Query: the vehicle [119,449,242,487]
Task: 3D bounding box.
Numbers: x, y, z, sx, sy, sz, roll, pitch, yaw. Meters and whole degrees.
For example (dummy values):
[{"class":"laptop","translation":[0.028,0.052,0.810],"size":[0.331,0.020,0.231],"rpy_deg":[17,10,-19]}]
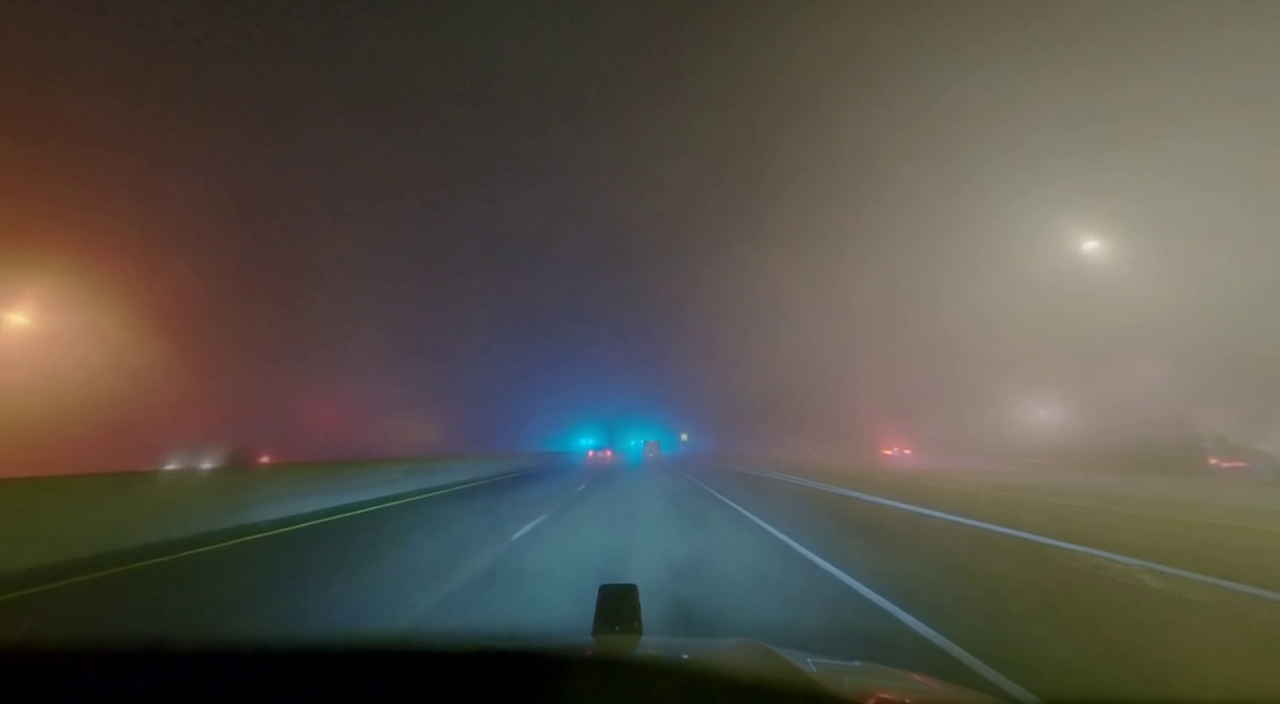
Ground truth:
[{"class":"vehicle","translation":[-20.310,5.109,28.073],"size":[1.866,1.510,4.728],"rpy_deg":[0,-9,1]}]
